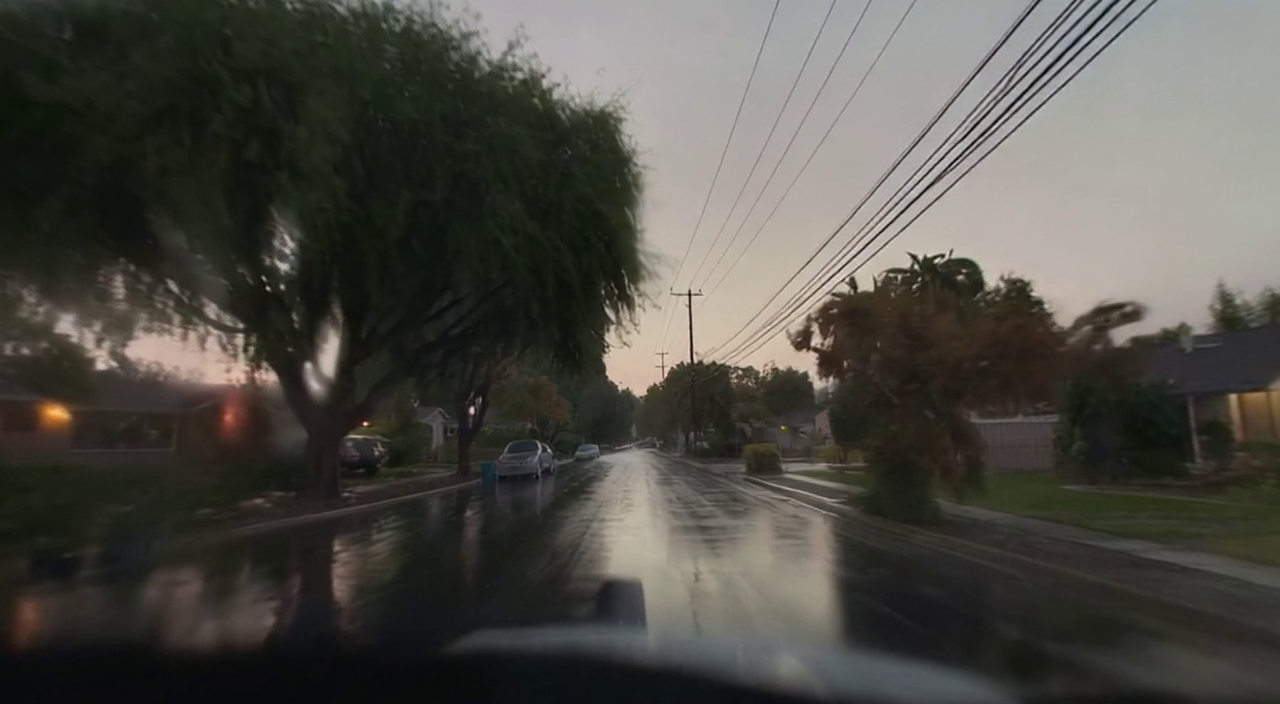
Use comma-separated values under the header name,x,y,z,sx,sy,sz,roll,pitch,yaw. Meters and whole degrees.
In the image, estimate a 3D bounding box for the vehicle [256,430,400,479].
name,x,y,z,sx,sy,sz,roll,pitch,yaw
vehicle,-13.293,4.405,27.203,5.033,1.997,2.126,0,-9,-1

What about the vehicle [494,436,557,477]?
name,x,y,z,sx,sy,sz,roll,pitch,yaw
vehicle,-6.582,6.154,37.182,2.739,2.164,6.065,-1,-9,-2
